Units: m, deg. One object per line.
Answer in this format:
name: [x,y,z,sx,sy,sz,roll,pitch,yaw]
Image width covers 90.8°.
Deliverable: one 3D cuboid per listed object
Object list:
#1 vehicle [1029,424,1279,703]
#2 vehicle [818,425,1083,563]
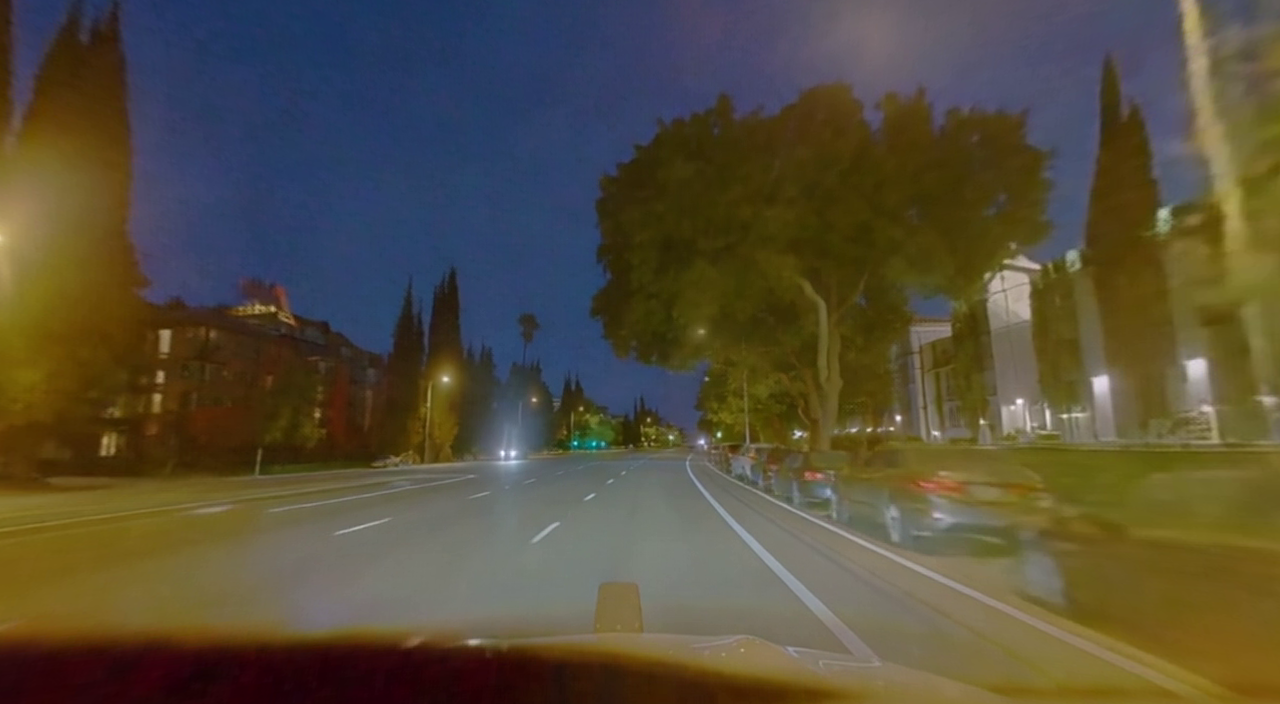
vehicle: [4.164,1.074,2.867,1.930,1.490,4.604,0,-9,1]
vehicle: [4.125,1.941,9.382,1.825,1.525,4.417,0,-9,2]
